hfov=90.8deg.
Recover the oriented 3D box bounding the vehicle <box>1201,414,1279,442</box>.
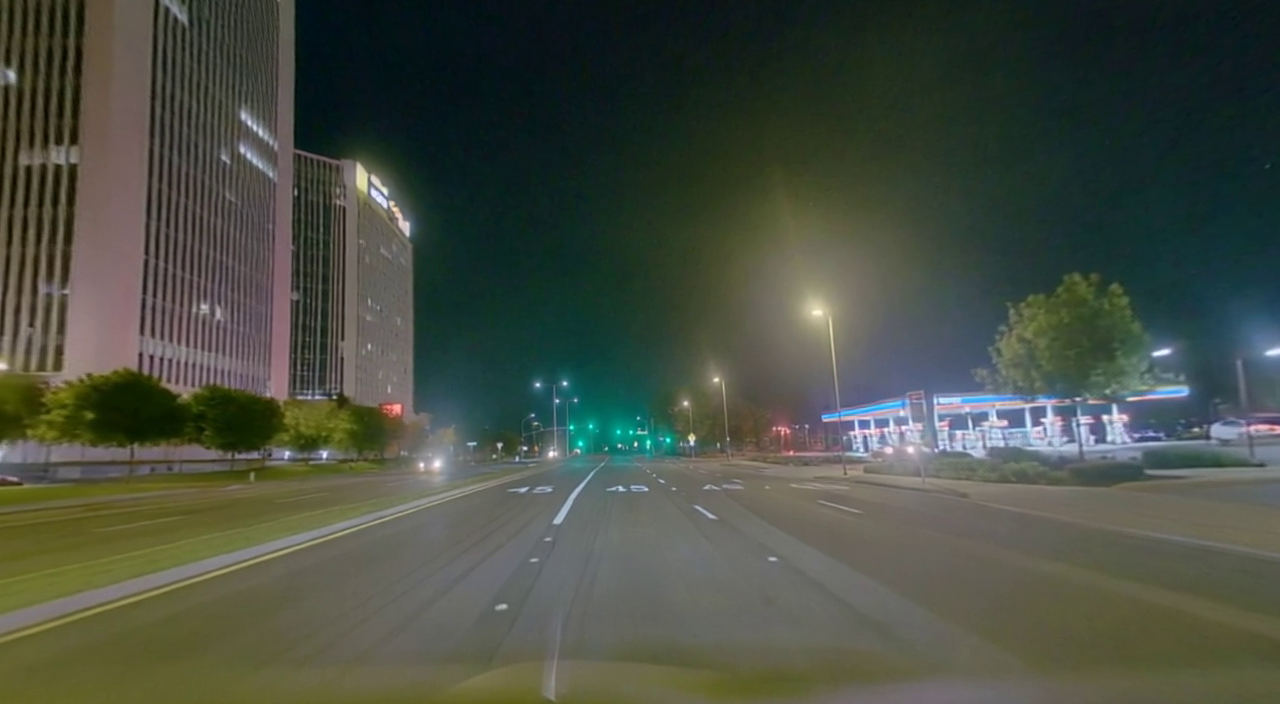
[{"bbox_3d":[40.570,5.087,42.053,1.889,1.699,4.777,-1,-8,-1],"label":"vehicle"}]

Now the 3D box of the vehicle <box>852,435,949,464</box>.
[{"bbox_3d":[14.610,5.509,35.628,4.548,1.568,1.953,0,-9,-2],"label":"vehicle"}]
